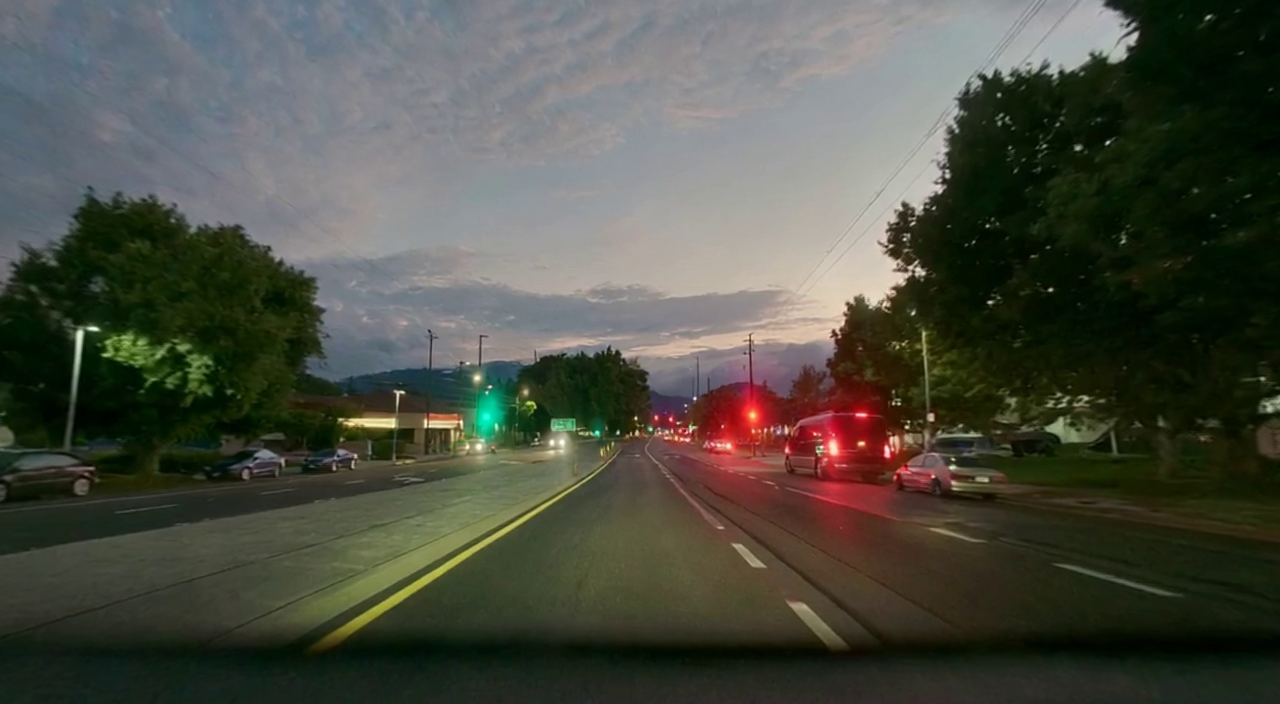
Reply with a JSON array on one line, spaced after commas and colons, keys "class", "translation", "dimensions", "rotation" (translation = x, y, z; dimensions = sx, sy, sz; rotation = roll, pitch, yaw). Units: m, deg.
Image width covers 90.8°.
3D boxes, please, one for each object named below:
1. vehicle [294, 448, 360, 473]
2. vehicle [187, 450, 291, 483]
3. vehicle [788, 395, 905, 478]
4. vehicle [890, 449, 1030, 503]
[{"class": "vehicle", "translation": [-19.656, 6.819, 39.862], "dimensions": [1.813, 1.465, 4.454], "rotation": [0, -9, 1]}, {"class": "vehicle", "translation": [-19.593, 5.580, 31.149], "dimensions": [1.975, 1.484, 4.820], "rotation": [0, -9, 0]}, {"class": "vehicle", "translation": [9.526, 4.153, 30.367], "dimensions": [2.684, 3.381, 8.336], "rotation": [0, -9, -1]}, {"class": "vehicle", "translation": [9.666, 3.751, 19.634], "dimensions": [1.827, 1.414, 4.879], "rotation": [0, -9, 0]}]
